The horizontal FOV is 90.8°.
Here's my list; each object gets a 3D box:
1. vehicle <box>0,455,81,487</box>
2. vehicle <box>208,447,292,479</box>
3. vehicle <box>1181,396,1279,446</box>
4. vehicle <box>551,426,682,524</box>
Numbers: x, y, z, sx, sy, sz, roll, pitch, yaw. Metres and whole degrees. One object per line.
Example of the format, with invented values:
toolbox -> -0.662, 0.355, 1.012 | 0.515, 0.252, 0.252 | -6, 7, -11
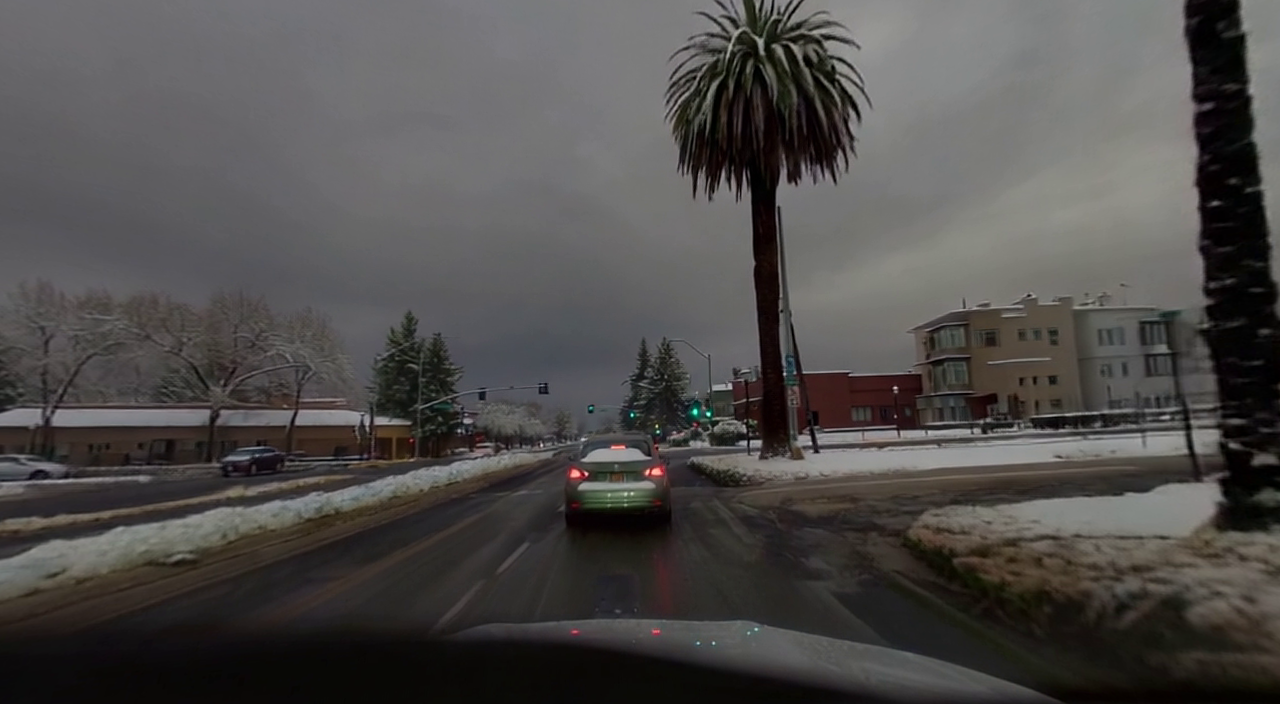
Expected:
vehicle -> -36.334, 7.108, 38.001 | 1.757, 1.803, 4.000 | 0, -9, -3
vehicle -> -23.029, 6.521, 37.532 | 1.990, 1.752, 4.673 | 0, -9, 0
vehicle -> 19.338, 2.152, 19.462 | 3.730, 1.436, 1.578 | -1, -9, 2
vehicle -> -0.384, 2.231, 11.926 | 2.060, 1.526, 3.859 | 0, -9, -1
